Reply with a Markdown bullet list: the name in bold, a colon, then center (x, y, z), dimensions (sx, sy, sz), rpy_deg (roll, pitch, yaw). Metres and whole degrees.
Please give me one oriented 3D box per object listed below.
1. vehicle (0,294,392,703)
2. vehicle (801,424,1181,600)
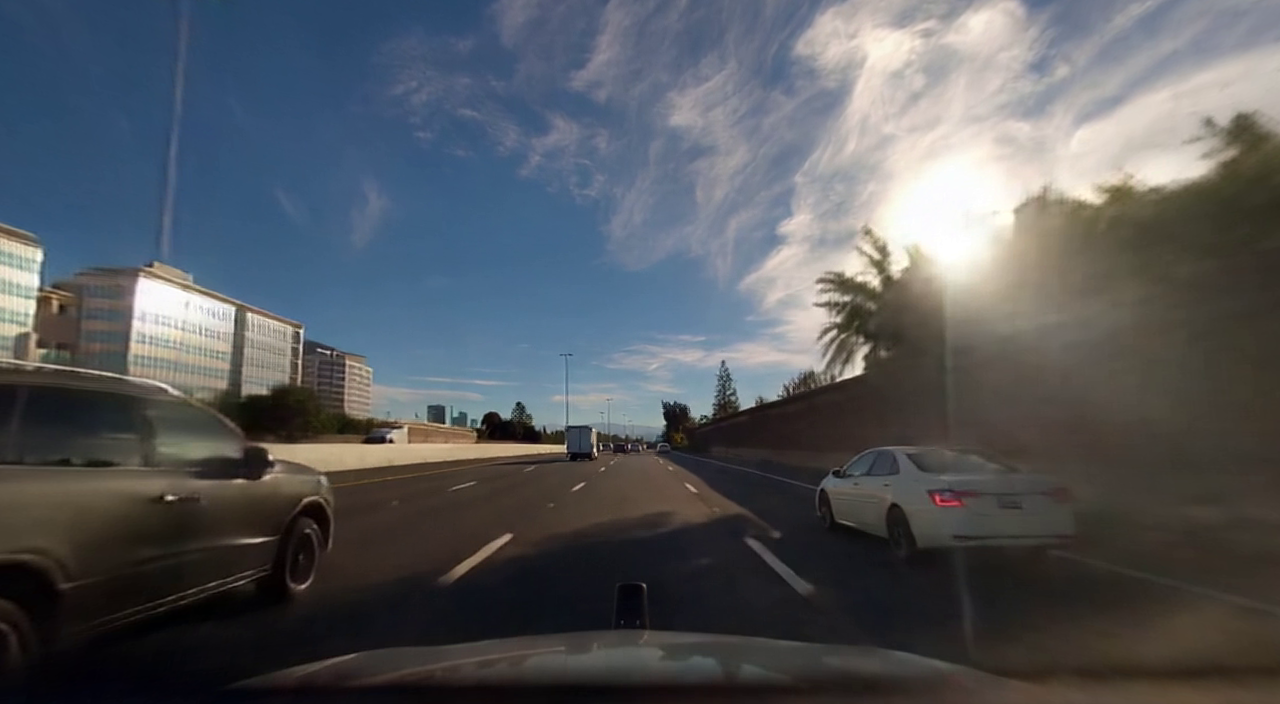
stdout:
- **vehicle**: center (-3.674, 0.846, 3.452), dimensions (2.285, 1.853, 5.564), rpy_deg (0, -9, 1)
- **vehicle**: center (3.757, 1.800, 8.104), dimensions (2.047, 1.532, 4.884), rpy_deg (0, -9, 0)
